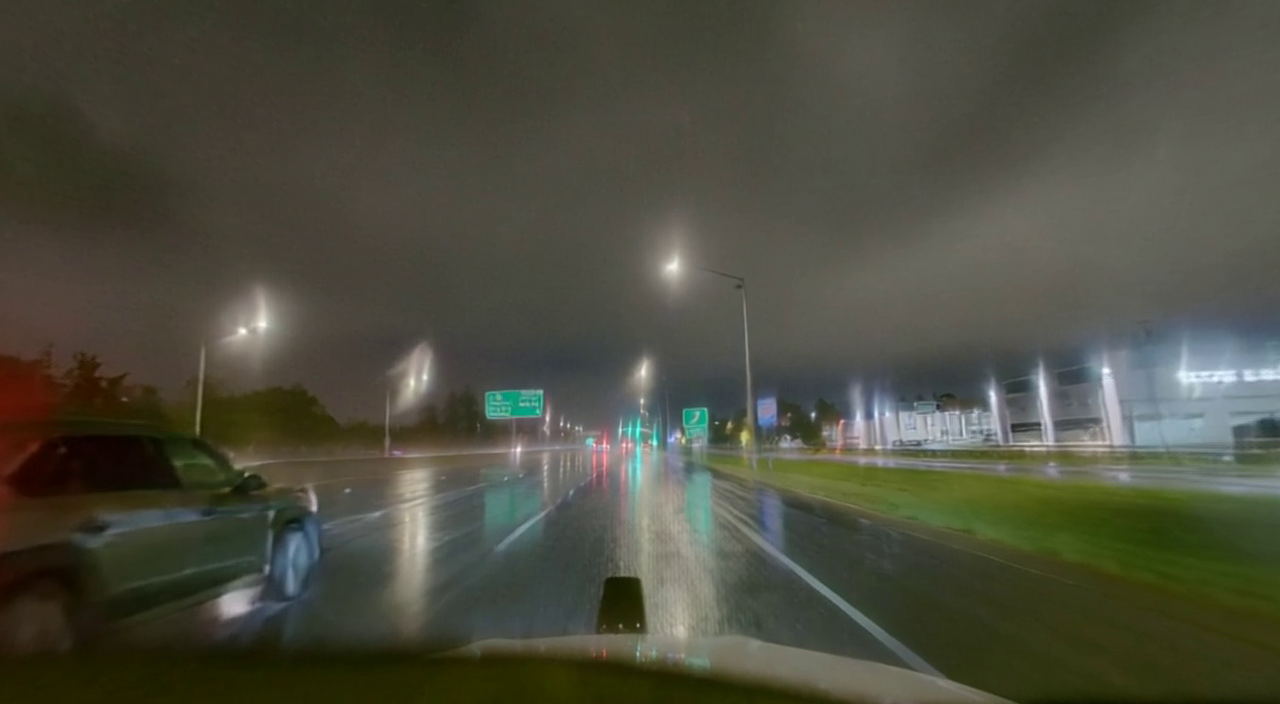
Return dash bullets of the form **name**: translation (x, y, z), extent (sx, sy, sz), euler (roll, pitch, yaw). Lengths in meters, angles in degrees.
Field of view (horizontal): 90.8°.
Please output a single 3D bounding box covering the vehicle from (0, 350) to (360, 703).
- **vehicle**: translation (-3.905, 1.059, 3.956), extent (2.150, 1.761, 4.697), euler (0, -8, 0)
